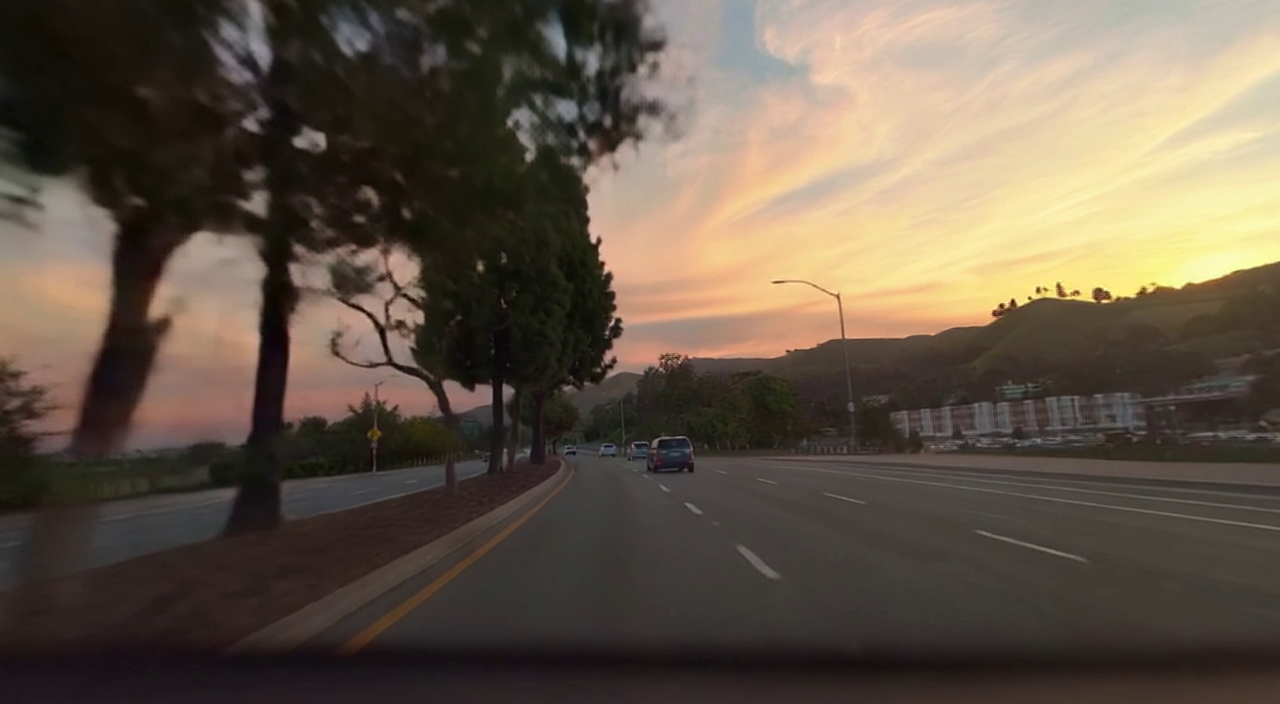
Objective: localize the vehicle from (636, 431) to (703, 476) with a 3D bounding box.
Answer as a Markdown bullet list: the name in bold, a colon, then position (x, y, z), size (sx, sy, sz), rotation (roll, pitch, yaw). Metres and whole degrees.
- **vehicle**: position (1.169, 4.368, 27.395), size (2.253, 1.756, 4.313), rotation (1, -8, -6)
